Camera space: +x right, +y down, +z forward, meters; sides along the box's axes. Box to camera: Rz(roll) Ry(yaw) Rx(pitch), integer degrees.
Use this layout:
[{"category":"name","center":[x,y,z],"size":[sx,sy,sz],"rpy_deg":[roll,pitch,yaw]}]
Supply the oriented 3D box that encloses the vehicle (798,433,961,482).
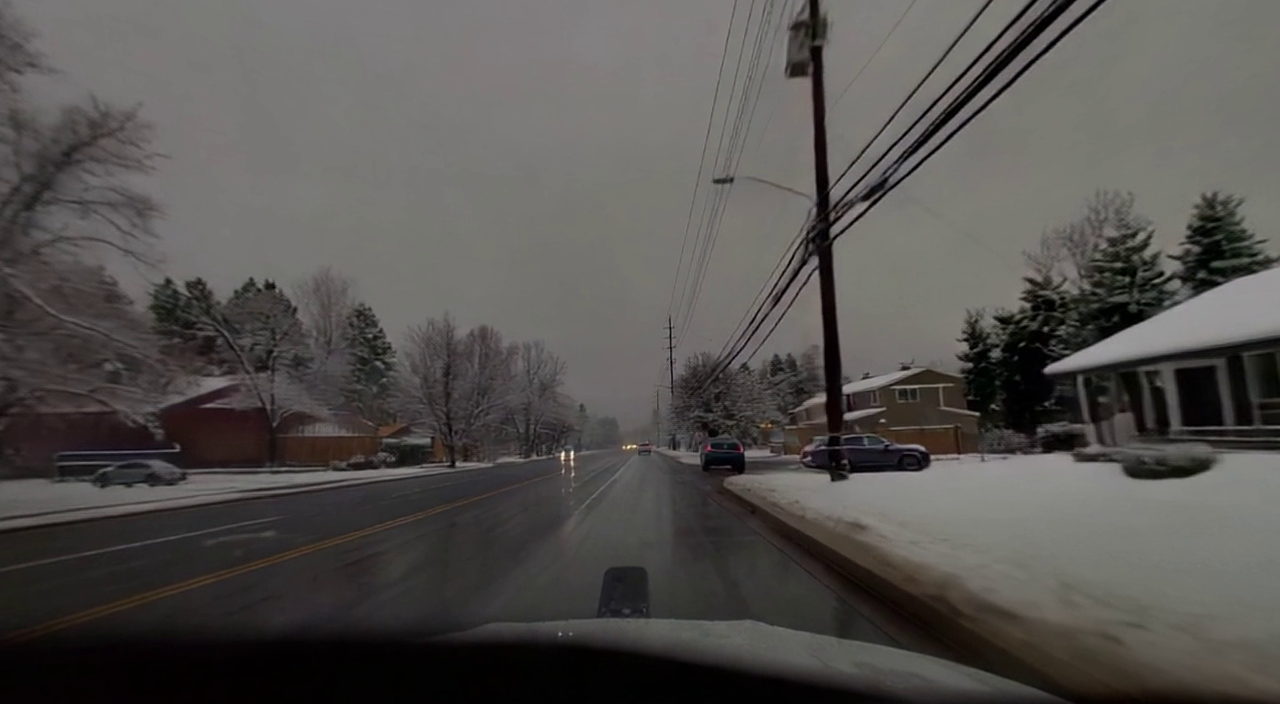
[{"category":"vehicle","center":[7.970,3.556,21.294],"size":[4.719,1.556,1.869],"rpy_deg":[0,-9,1]}]

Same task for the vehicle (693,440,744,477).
[{"category":"vehicle","center":[4.294,5.926,35.365],"size":[2.228,1.885,4.854],"rpy_deg":[0,-9,0]}]
